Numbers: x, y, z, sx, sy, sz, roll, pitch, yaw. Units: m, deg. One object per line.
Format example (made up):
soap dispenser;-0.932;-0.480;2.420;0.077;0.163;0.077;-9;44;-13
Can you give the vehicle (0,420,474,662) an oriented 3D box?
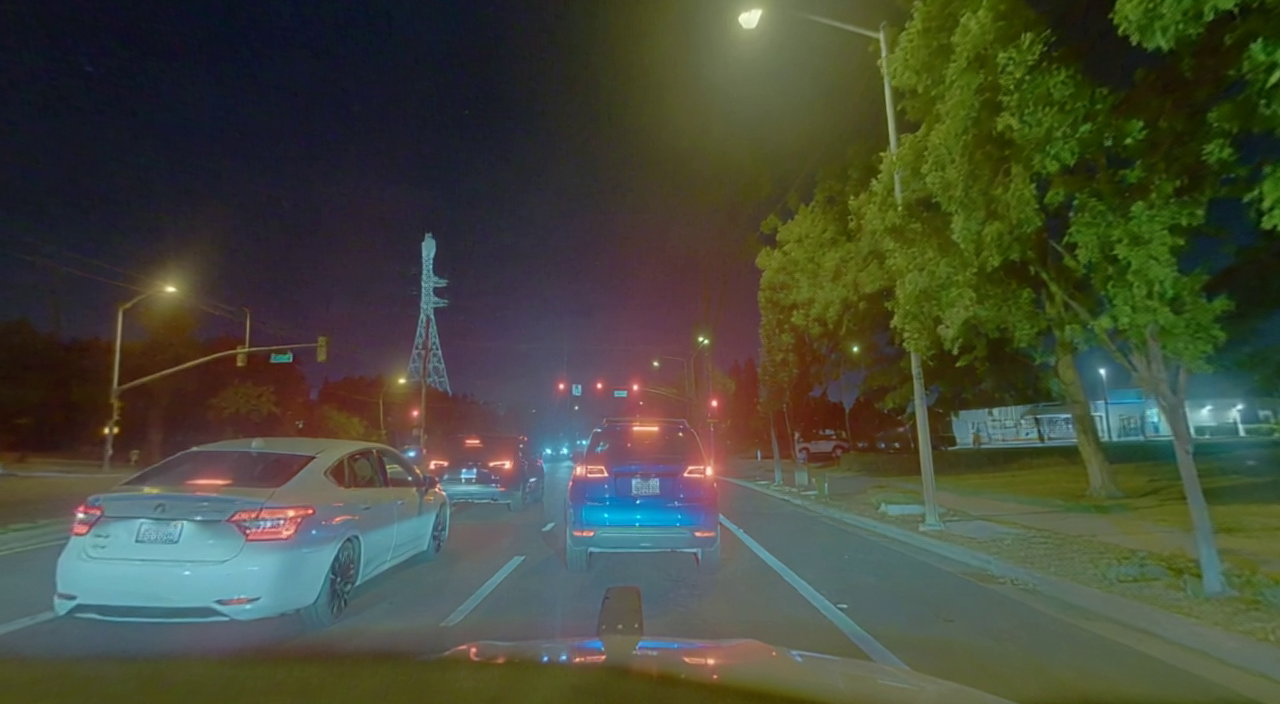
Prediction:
vehicle;-3.166;1.493;6.189;1.973;1.469;4.448;0;-8;-1

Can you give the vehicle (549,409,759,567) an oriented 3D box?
vehicle;0.086;1.759;8.922;2.239;1.661;4.224;0;-8;-2

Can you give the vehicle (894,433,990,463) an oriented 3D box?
vehicle;15.092;4.807;31.696;3.858;1.437;1.899;0;-8;-4

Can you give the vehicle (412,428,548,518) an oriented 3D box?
vehicle;-3.252;2.523;13.661;1.997;1.636;3.760;0;-8;-1
